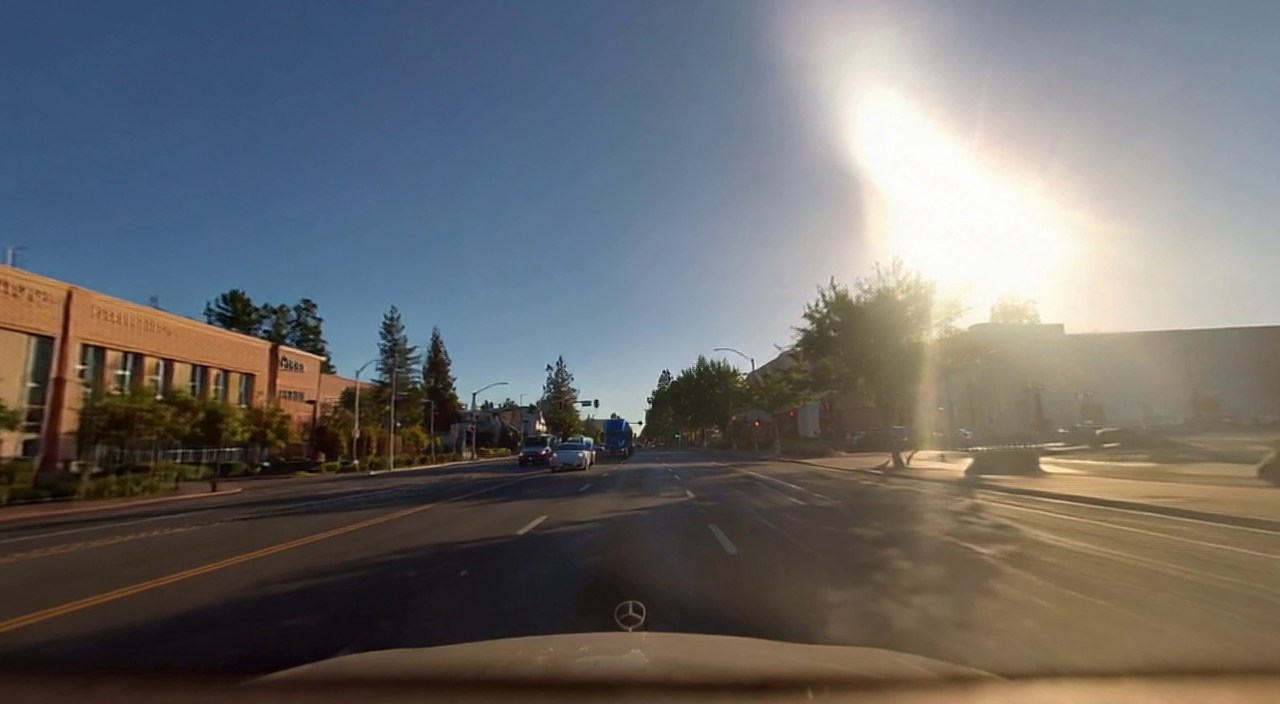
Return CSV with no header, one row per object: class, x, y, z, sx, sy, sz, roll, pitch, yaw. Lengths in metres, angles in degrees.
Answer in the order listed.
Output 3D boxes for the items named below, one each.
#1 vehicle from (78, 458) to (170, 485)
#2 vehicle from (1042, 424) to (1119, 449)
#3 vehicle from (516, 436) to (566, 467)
vehicle,-35.625,8.238,43.613,4.485,1.772,2.149,0,-8,2
vehicle,27.088,5.229,38.951,1.796,1.453,4.296,0,-8,3
vehicle,-5.894,5.978,38.058,2.179,1.750,4.621,0,-8,1
